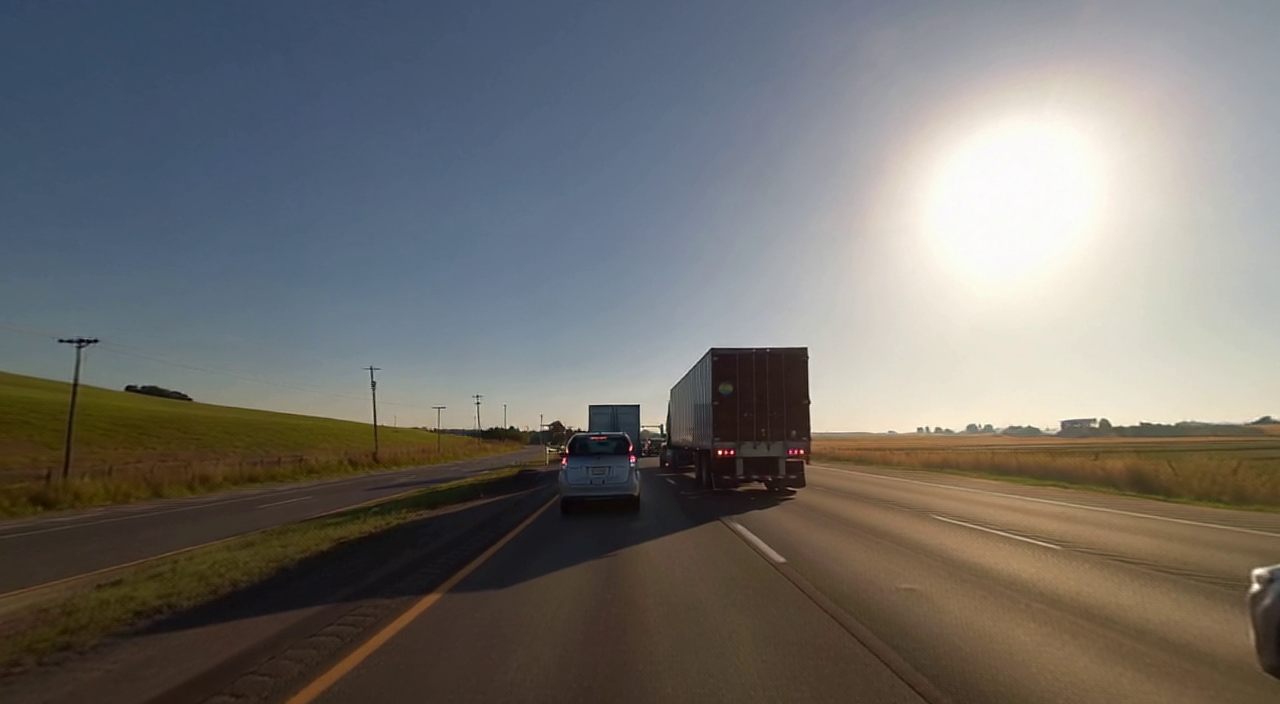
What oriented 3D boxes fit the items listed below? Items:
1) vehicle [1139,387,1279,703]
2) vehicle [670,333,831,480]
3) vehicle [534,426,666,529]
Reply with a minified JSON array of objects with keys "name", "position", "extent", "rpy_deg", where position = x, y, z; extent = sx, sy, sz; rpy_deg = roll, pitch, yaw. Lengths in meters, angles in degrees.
[{"name":"vehicle","position":[3.574,0.657,0.852],"extent":[1.960,1.515,4.713],"rpy_deg":[0,-8,1]},{"name":"vehicle","position":[3.602,2.751,26.739],"extent":[3.591,4.290,16.696],"rpy_deg":[0,-8,-1]},{"name":"vehicle","position":[-0.638,2.218,11.696],"extent":[2.009,1.554,4.013],"rpy_deg":[0,-8,-1]}]
